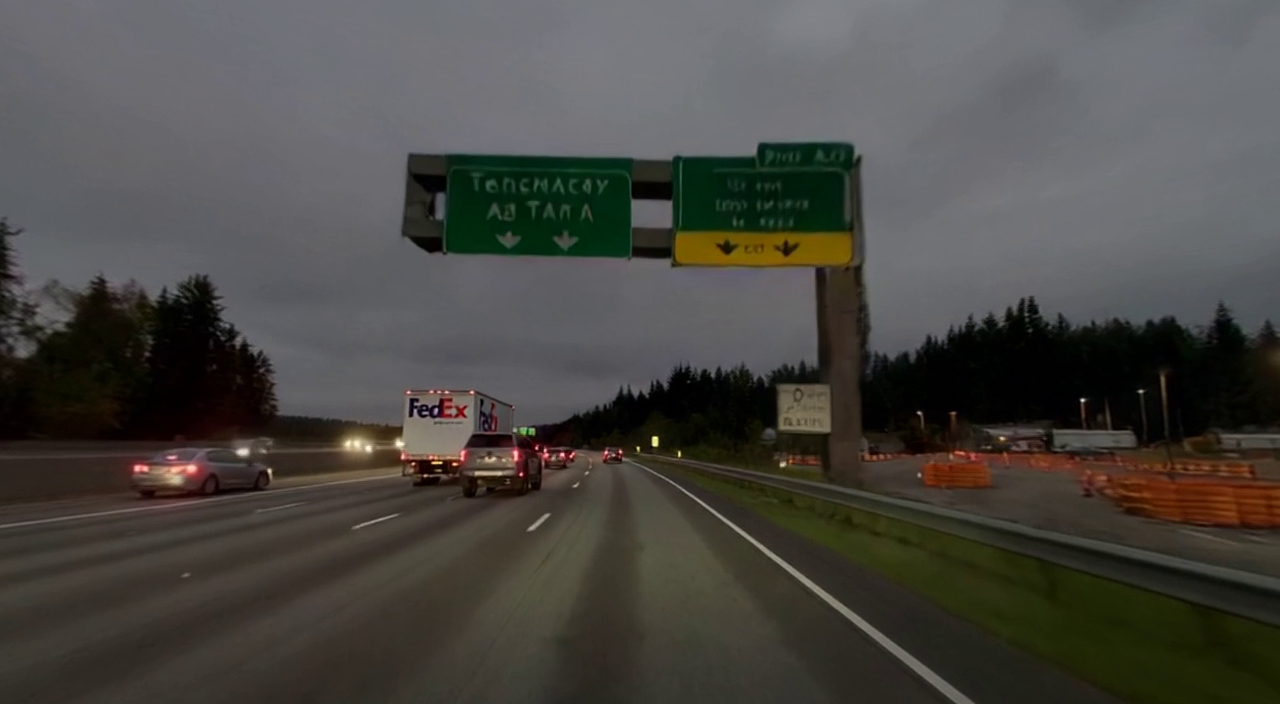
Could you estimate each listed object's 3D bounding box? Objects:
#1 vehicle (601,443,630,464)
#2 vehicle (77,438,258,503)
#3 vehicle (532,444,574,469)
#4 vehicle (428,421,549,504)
[{"bbox_3d":[-1.886,7.656,47.705,2.043,1.489,3.839,1,-9,-4],"label":"vehicle"},{"bbox_3d":[-13.732,3.449,18.803,2.018,1.668,4.409,0,-9,-1],"label":"vehicle"},{"bbox_3d":[-5.413,6.579,39.923,2.192,1.478,4.591,0,-9,-3],"label":"vehicle"},{"bbox_3d":[-3.854,2.923,17.058,2.170,1.886,4.628,0,-9,-1],"label":"vehicle"}]
